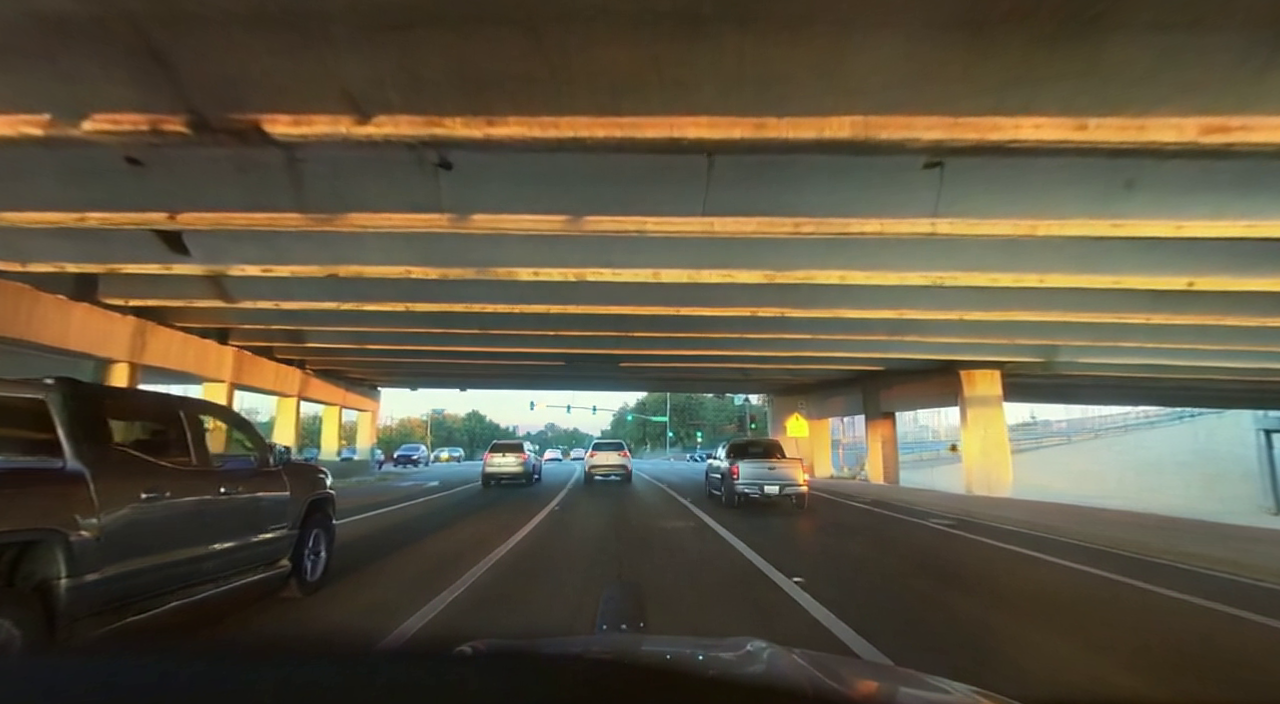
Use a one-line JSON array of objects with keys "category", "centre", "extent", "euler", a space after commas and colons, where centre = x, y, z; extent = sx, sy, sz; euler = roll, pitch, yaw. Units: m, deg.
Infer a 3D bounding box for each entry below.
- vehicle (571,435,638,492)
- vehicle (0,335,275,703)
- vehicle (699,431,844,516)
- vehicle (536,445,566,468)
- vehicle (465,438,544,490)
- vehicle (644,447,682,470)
[{"category": "vehicle", "centre": [-1.176, 3.807, 21.839], "extent": [2.097, 1.748, 3.794], "euler": [0, -8, -2]}, {"category": "vehicle", "centre": [-3.938, 0.807, 2.629], "extent": [2.074, 1.814, 4.596], "euler": [0, -8, 0]}, {"category": "vehicle", "centre": [2.964, 2.906, 15.705], "extent": [2.234, 1.720, 5.378], "euler": [0, -8, -3]}, {"category": "vehicle", "centre": [-6.462, 7.603, 46.079], "extent": [1.829, 1.614, 3.611], "euler": [1, -8, -4]}, {"category": "vehicle", "centre": [-4.824, 4.028, 23.043], "extent": [2.127, 1.720, 4.064], "euler": [0, -8, -2]}, {"category": "vehicle", "centre": [1.501, 7.094, 42.256], "extent": [2.026, 1.457, 3.969], "euler": [1, -9, -6]}]
